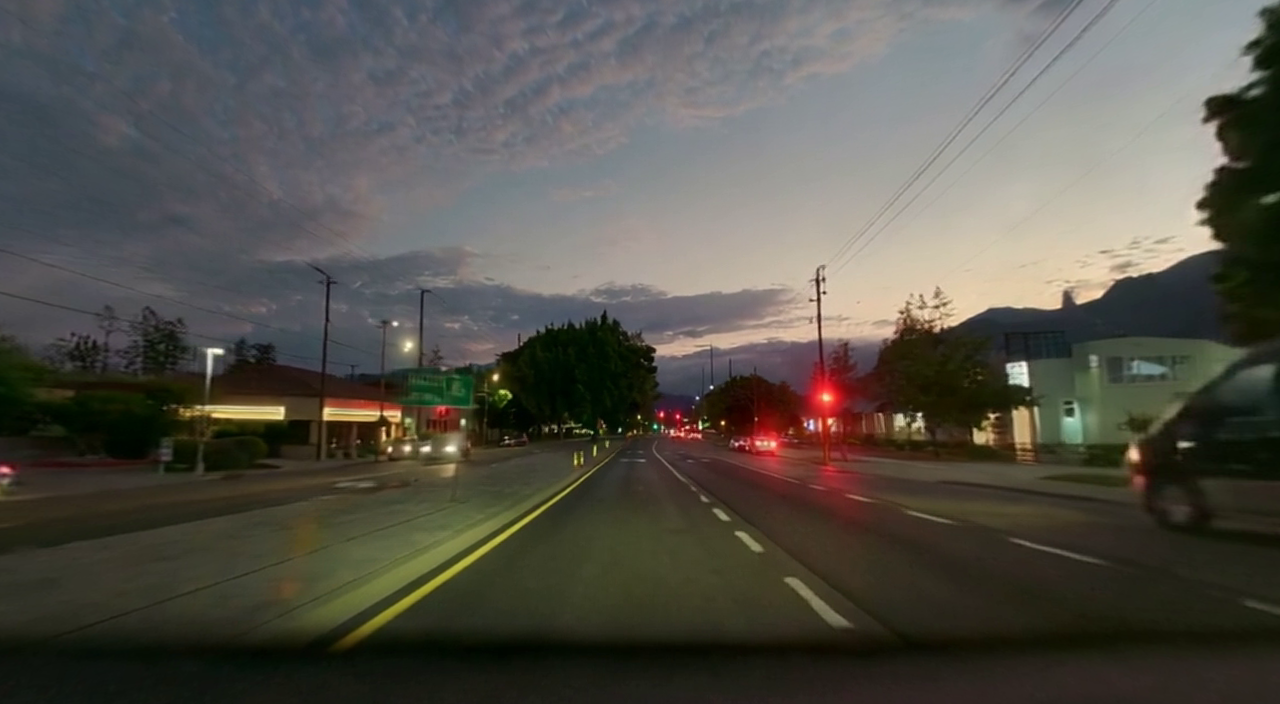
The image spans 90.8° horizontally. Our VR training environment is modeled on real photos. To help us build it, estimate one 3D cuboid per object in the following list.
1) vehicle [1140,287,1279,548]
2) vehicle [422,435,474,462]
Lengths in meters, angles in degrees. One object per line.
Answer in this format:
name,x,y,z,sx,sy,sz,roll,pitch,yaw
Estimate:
vehicle,9.712,0.550,6.187,2.684,3.381,8.336,0,-9,0
vehicle,-12.753,6.449,42.232,2.027,1.647,4.385,0,-8,1
